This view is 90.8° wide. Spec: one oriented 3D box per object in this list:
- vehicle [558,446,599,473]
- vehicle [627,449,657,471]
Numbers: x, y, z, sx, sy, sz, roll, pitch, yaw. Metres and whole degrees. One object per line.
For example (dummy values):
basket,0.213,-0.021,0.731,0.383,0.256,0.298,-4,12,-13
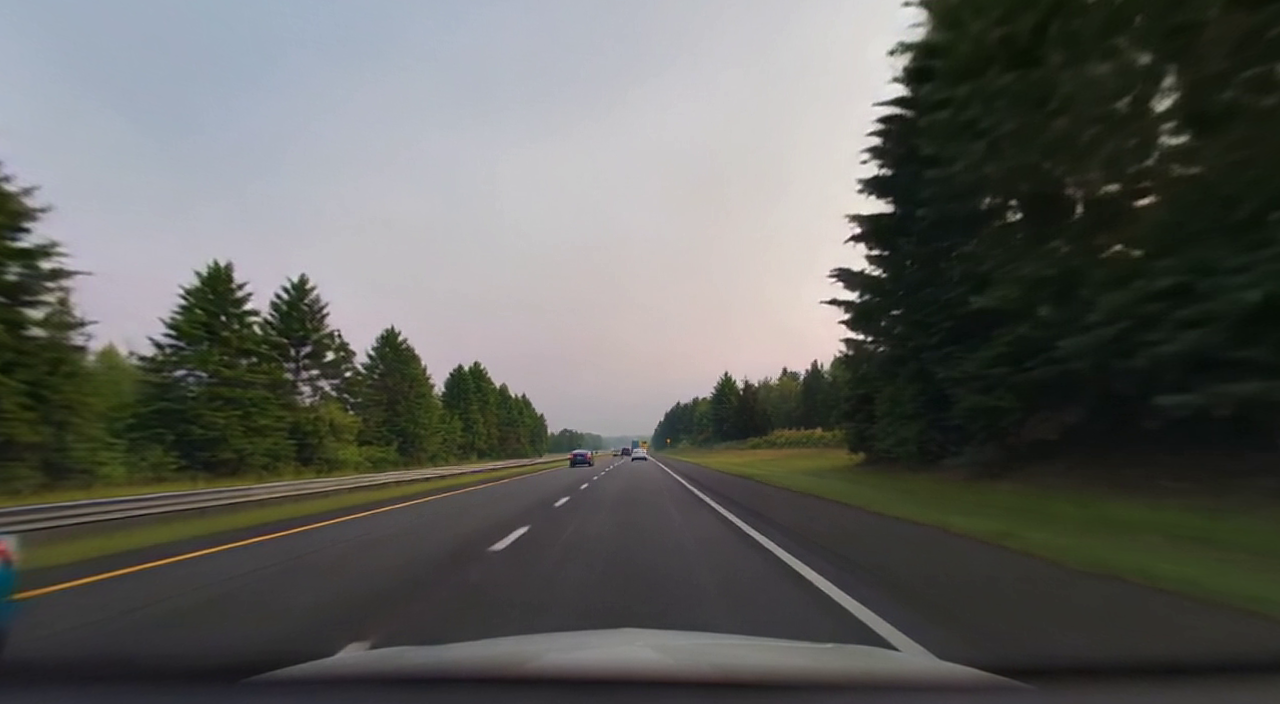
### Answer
vehicle,-3.973,7.030,41.549,2.182,1.629,4.263,0,-9,1
vehicle,0.147,7.701,45.249,2.046,1.452,4.407,0,-9,0
